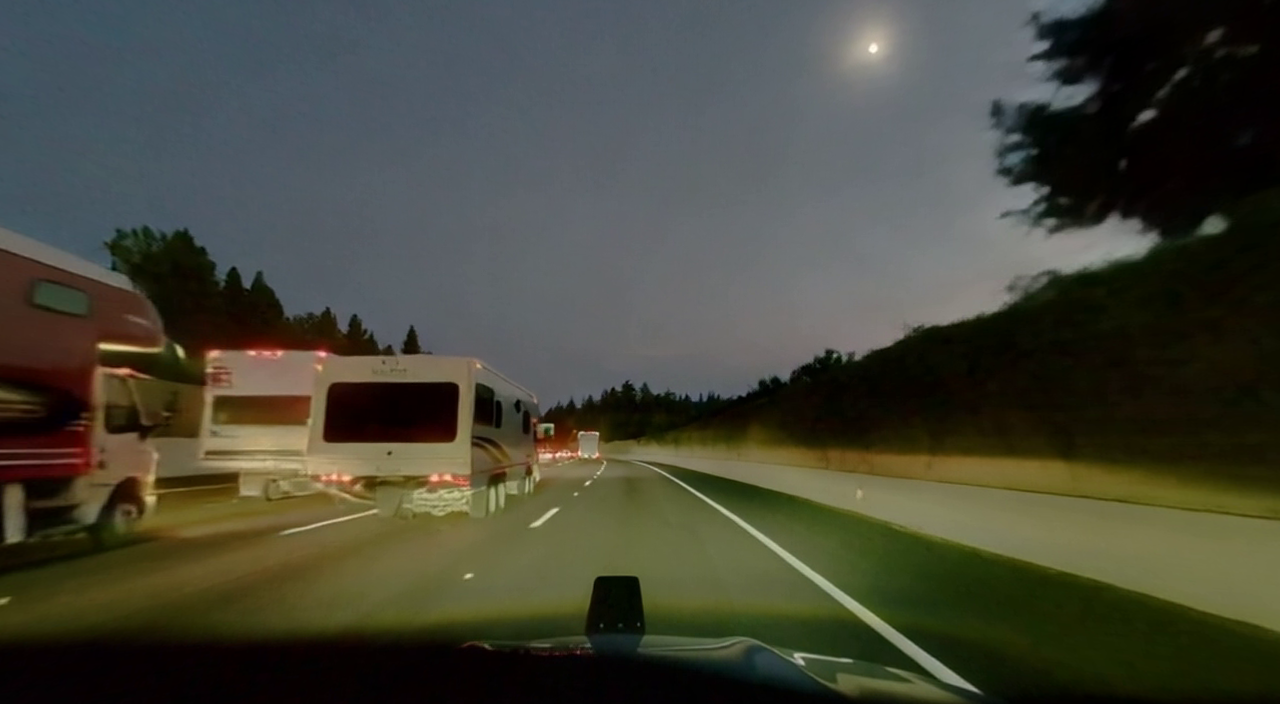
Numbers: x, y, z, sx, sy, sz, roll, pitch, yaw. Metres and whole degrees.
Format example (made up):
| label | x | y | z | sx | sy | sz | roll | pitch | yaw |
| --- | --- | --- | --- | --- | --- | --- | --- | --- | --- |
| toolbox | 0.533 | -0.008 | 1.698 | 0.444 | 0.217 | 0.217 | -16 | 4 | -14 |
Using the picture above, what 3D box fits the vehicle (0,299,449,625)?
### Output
| label | x | y | z | sx | sy | sz | roll | pitch | yaw |
| --- | --- | --- | --- | --- | --- | --- | --- | --- | --- |
| vehicle | -3.890 | 1.127 | 6.944 | 2.331 | 2.583 | 3.743 | 0 | -9 | 0 |
